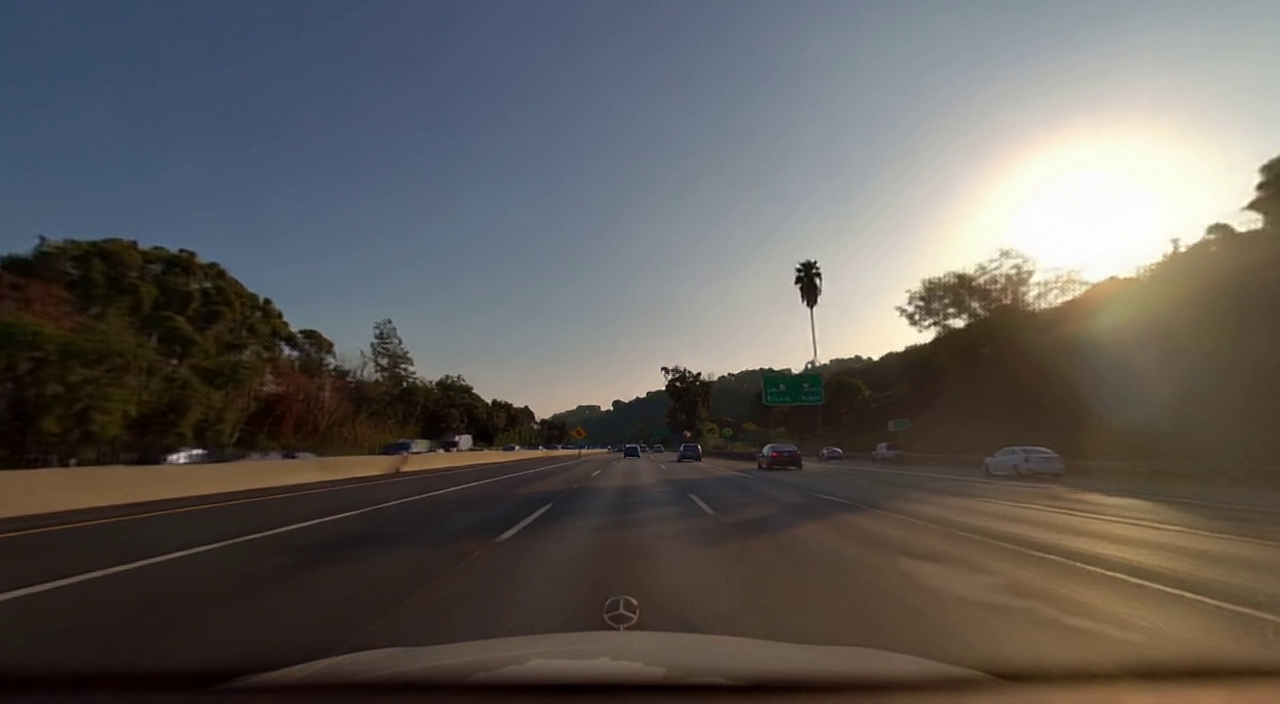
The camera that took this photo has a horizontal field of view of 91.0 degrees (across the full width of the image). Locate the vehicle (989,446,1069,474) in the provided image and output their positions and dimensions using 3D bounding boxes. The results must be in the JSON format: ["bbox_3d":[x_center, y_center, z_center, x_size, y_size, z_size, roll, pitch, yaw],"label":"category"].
[{"bbox_3d":[21.918,6.084,35.704,1.774,1.457,4.653,0,-8,3],"label":"vehicle"}]

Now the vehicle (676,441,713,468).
[{"bbox_3d":[3.573,6.800,42.078,2.035,1.704,3.867,0,-8,-1],"label":"vehicle"}]

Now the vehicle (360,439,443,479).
[{"bbox_3d":[-12.305,5.547,32.984,2.197,1.943,5.421,0,-8,0],"label":"vehicle"}]

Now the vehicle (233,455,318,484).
[{"bbox_3d":[-19.635,6.322,34.157,1.824,1.412,4.642,0,-8,0],"label":"vehicle"}]

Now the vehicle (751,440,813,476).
[{"bbox_3d":[6.830,5.140,30.717,1.902,1.623,4.360,0,-8,-1],"label":"vehicle"}]

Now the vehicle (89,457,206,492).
[{"bbox_3d":[-23.703,5.888,30.559,1.852,1.487,4.696,0,-8,0],"label":"vehicle"}]

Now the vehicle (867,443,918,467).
[{"bbox_3d":[18.207,7.456,45.625,1.887,1.642,4.592,0,-8,2],"label":"vehicle"}]
